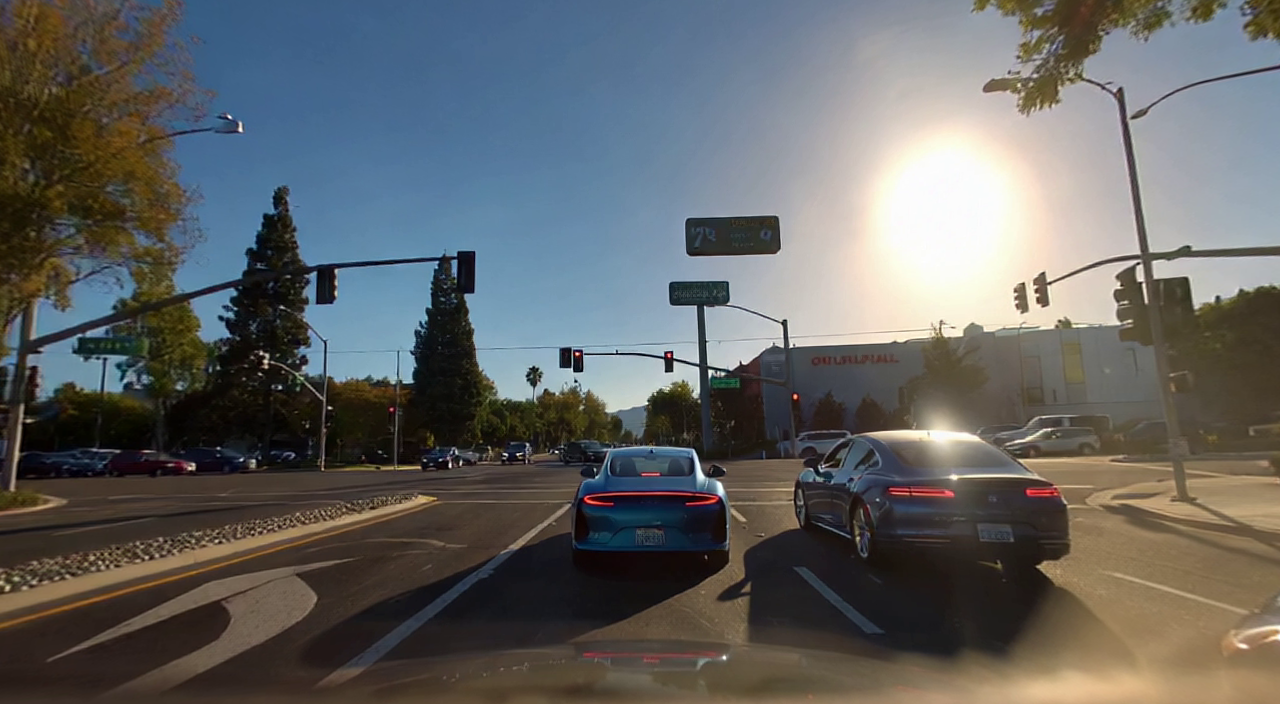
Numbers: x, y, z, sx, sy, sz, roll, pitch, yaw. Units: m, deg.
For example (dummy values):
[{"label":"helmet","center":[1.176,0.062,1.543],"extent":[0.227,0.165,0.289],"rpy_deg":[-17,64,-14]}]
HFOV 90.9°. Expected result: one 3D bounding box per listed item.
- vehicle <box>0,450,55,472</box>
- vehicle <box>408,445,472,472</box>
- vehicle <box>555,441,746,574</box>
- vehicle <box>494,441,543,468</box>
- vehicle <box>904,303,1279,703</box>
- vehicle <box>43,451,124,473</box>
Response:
[{"label":"vehicle","center":[-46.149,7.969,46.173],"extent":[4.545,1.558,1.833],"rpy_deg":[0,-8,-3]},{"label":"vehicle","center":[-11.574,6.160,36.818],"extent":[2.053,1.436,4.494],"rpy_deg":[-1,-8,3]},{"label":"vehicle","center":[0.123,1.875,8.396],"extent":[1.945,1.343,3.827],"rpy_deg":[0,-8,1]},{"label":"vehicle","center":[-7.897,6.672,41.320],"extent":[2.091,1.651,4.870],"rpy_deg":[-1,-8,2]},{"label":"vehicle","center":[3.111,0.809,2.528],"extent":[2.143,1.759,4.531],"rpy_deg":[0,-8,0]},{"label":"vehicle","center":[-41.293,8.159,46.806],"extent":[4.195,1.533,1.752],"rpy_deg":[0,-8,-3]}]
